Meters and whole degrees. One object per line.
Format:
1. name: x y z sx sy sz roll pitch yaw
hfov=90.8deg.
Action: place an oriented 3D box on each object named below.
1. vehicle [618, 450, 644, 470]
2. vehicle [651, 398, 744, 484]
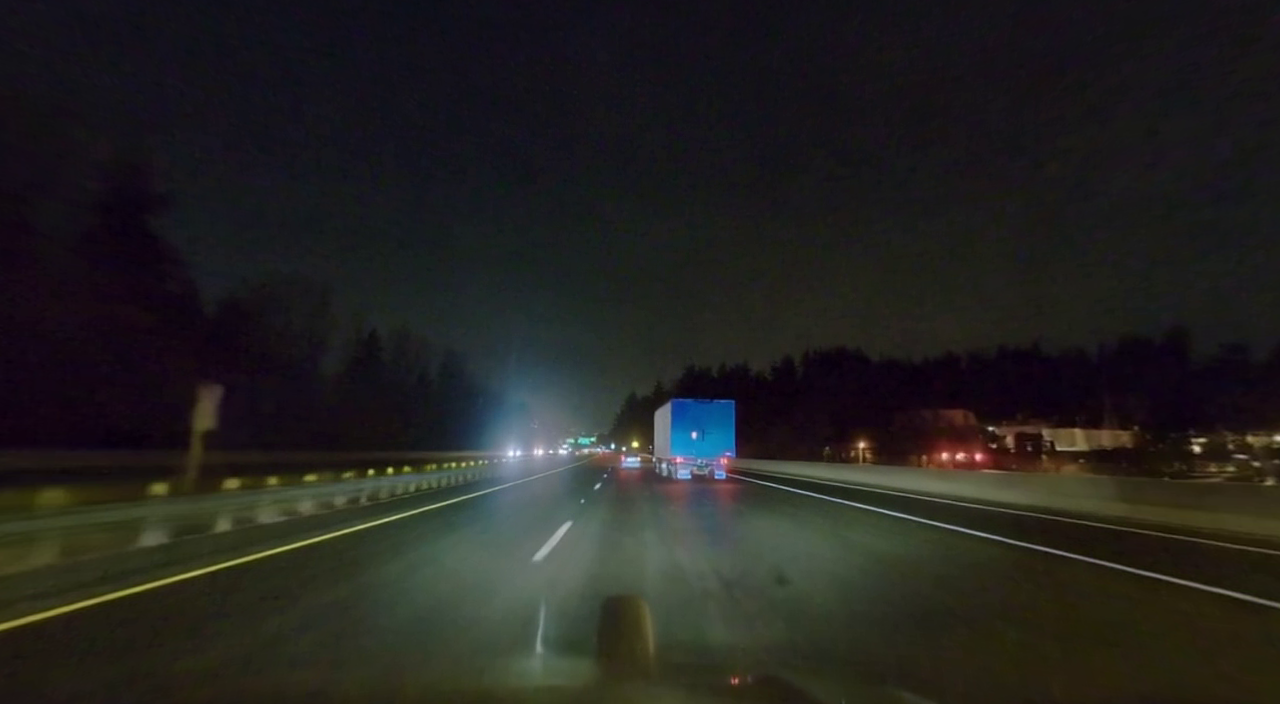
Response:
1. vehicle: -0.693 8.383 49.135 1.898 1.438 4.053 0 -9 -1
2. vehicle: 2.960 5.604 39.026 3.462 4.177 16.311 0 -9 -3
